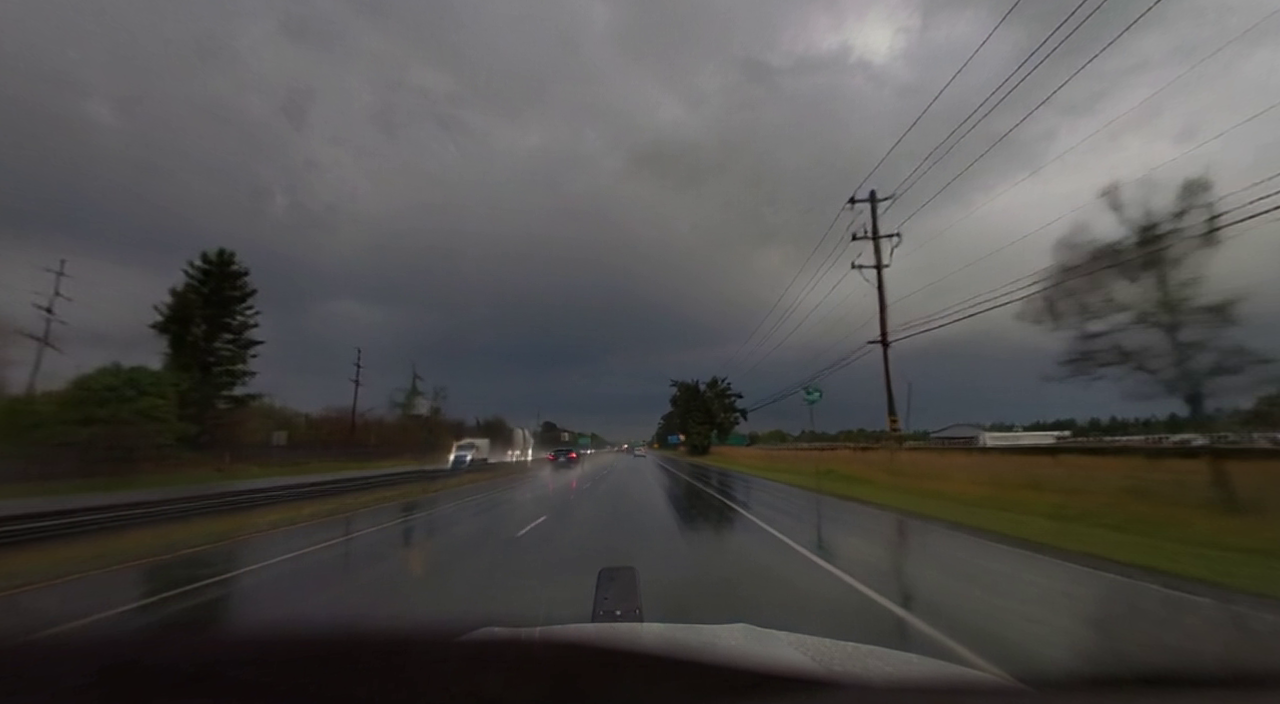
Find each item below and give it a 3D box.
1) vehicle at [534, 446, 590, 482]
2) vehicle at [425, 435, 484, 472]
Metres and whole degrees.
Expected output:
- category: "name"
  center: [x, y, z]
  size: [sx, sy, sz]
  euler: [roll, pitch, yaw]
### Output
- category: "vehicle"
  center: [-3.621, 5.297, 29.922]
  size: [2.123, 1.545, 4.404]
  euler: [0, -9, 0]
- category: "vehicle"
  center: [-13.623, 7.546, 46.586]
  size: [2.240, 2.488, 6.830]
  euler: [0, -9, 0]
